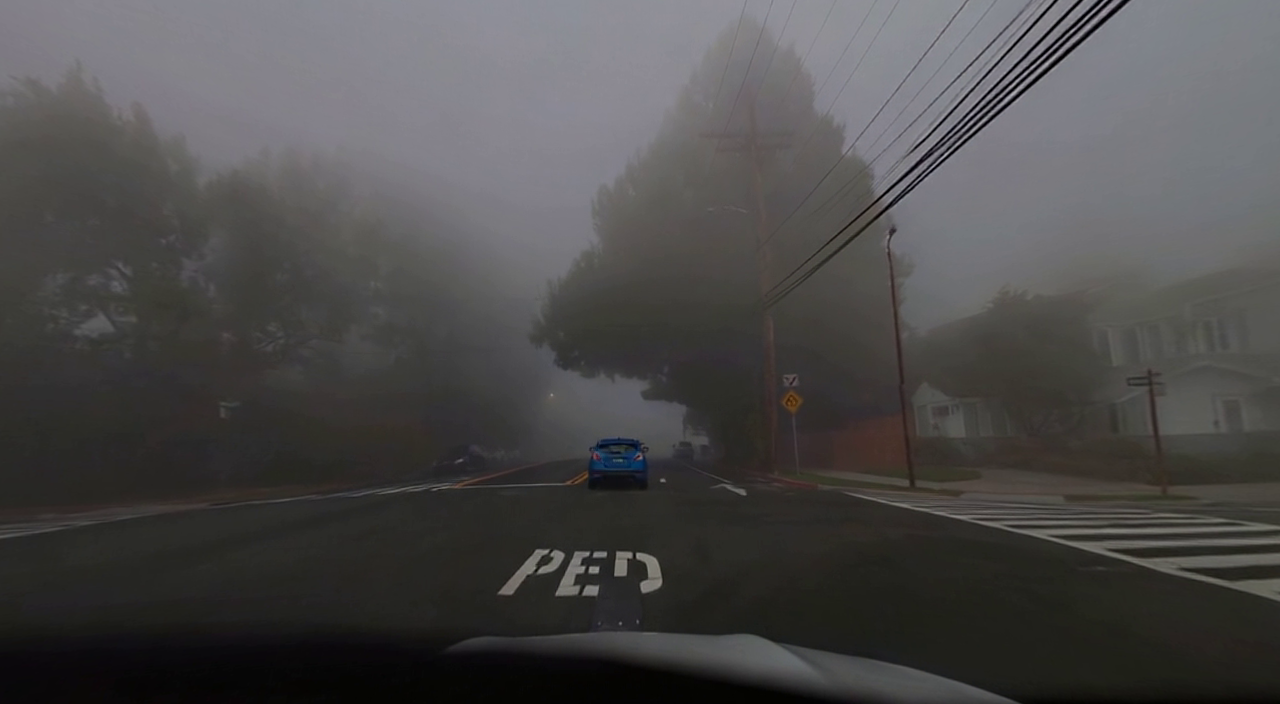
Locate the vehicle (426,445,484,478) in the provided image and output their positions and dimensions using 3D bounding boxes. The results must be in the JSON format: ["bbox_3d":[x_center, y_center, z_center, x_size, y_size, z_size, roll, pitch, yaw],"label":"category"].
[{"bbox_3d":[-9.152,5.434,31.559,1.934,1.506,4.032,1,-9,-4],"label":"vehicle"}]

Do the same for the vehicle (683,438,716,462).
[{"bbox_3d":[4.440,7.413,47.740,2.101,1.744,4.466,0,-9,1],"label":"vehicle"}]

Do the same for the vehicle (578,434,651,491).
[{"bbox_3d":[-0.661,3.148,18.258,1.877,1.448,3.830,0,-9,0],"label":"vehicle"}]
